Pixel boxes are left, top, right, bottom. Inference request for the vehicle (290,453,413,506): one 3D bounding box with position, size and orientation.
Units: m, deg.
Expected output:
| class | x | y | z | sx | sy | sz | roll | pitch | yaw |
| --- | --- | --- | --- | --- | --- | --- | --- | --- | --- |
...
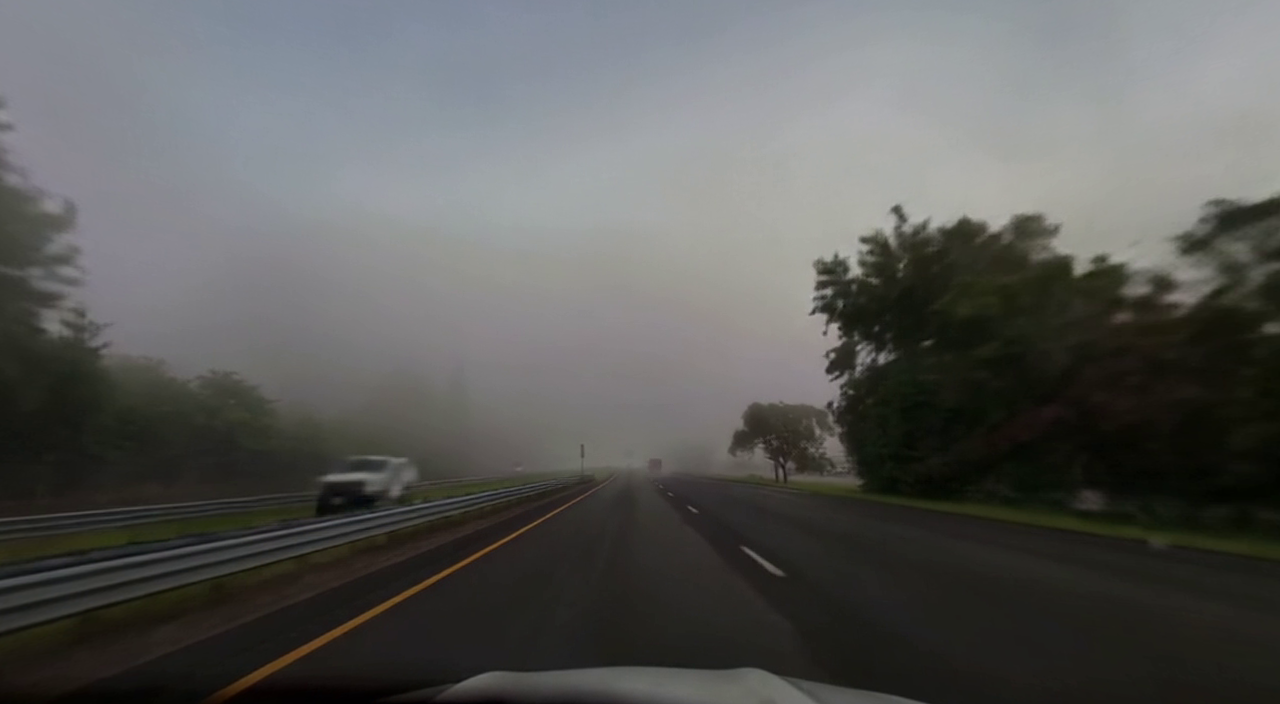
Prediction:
| class | x | y | z | sx | sy | sz | roll | pitch | yaw |
| --- | --- | --- | --- | --- | --- | --- | --- | --- | --- |
| vehicle | -9.256 | 4.155 | 20.730 | 1.938 | 1.521 | 4.459 | 1 | -10 | 0 |
